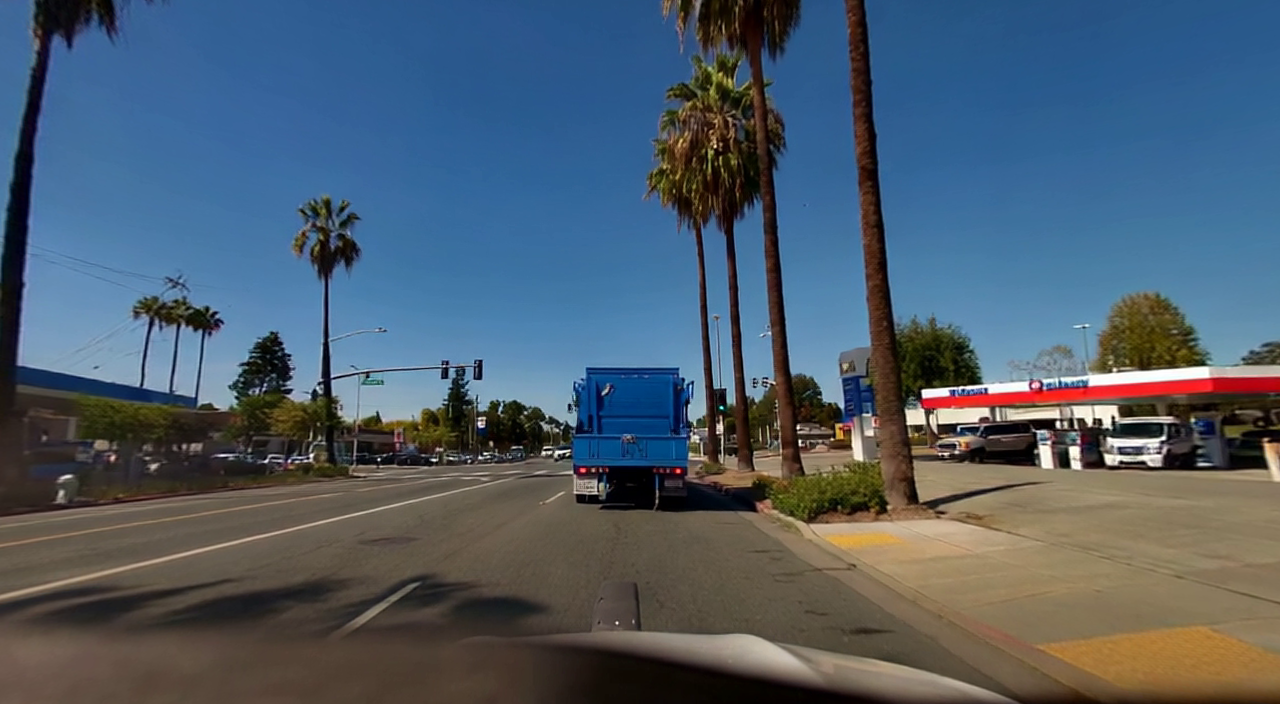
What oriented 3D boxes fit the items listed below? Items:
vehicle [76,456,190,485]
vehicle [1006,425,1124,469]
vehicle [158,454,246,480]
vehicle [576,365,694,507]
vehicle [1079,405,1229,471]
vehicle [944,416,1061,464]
[{"bbox_3d":[-27.639,6.466,34.659,4.493,1.453,1.912,4,-9,-27],"label":"vehicle"},{"bbox_3d":[15.266,3.385,22.649,4.105,1.433,1.931,5,-10,-33],"label":"vehicle"},{"bbox_3d":[-27.994,7.337,40.549,4.303,1.567,2.021,5,-10,-28],"label":"vehicle"},{"bbox_3d":[-0.088,2.161,16.363,2.463,2.954,5.938,1,-8,0],"label":"vehicle"},{"bbox_3d":[15.756,2.618,19.323,4.472,1.730,1.939,2,-10,-31],"label":"vehicle"},{"bbox_3d":[15.974,3.885,27.780,5.078,1.937,2.326,6,-10,-34],"label":"vehicle"}]
